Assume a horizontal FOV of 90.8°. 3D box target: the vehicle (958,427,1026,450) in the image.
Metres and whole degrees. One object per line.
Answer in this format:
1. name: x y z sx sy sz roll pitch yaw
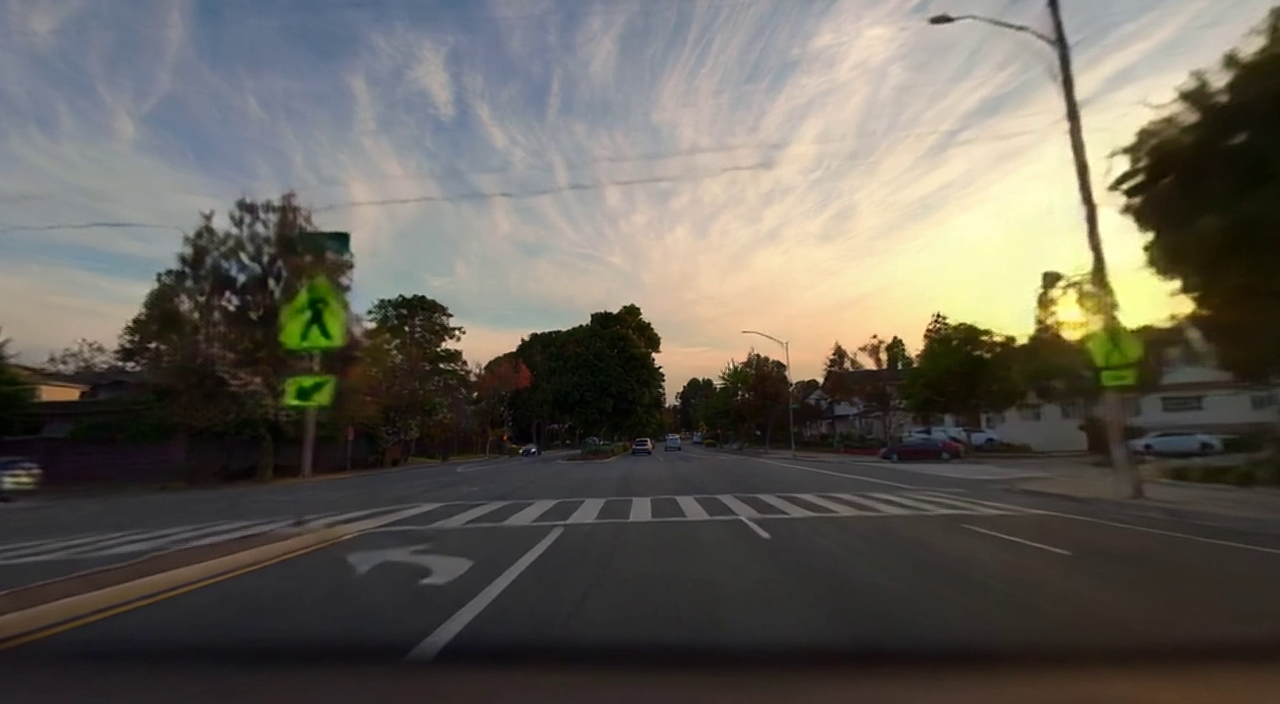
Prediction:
1. vehicle: 24.338 6.000 43.859 1.982 1.503 4.572 0 -8 -2

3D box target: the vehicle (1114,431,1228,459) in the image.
1. vehicle: 29.807 5.226 35.566 4.593 1.479 2.033 0 -9 0

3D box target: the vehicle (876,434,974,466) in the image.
1. vehicle: 15.719 5.435 35.155 4.696 1.651 2.218 -3 -9 20
